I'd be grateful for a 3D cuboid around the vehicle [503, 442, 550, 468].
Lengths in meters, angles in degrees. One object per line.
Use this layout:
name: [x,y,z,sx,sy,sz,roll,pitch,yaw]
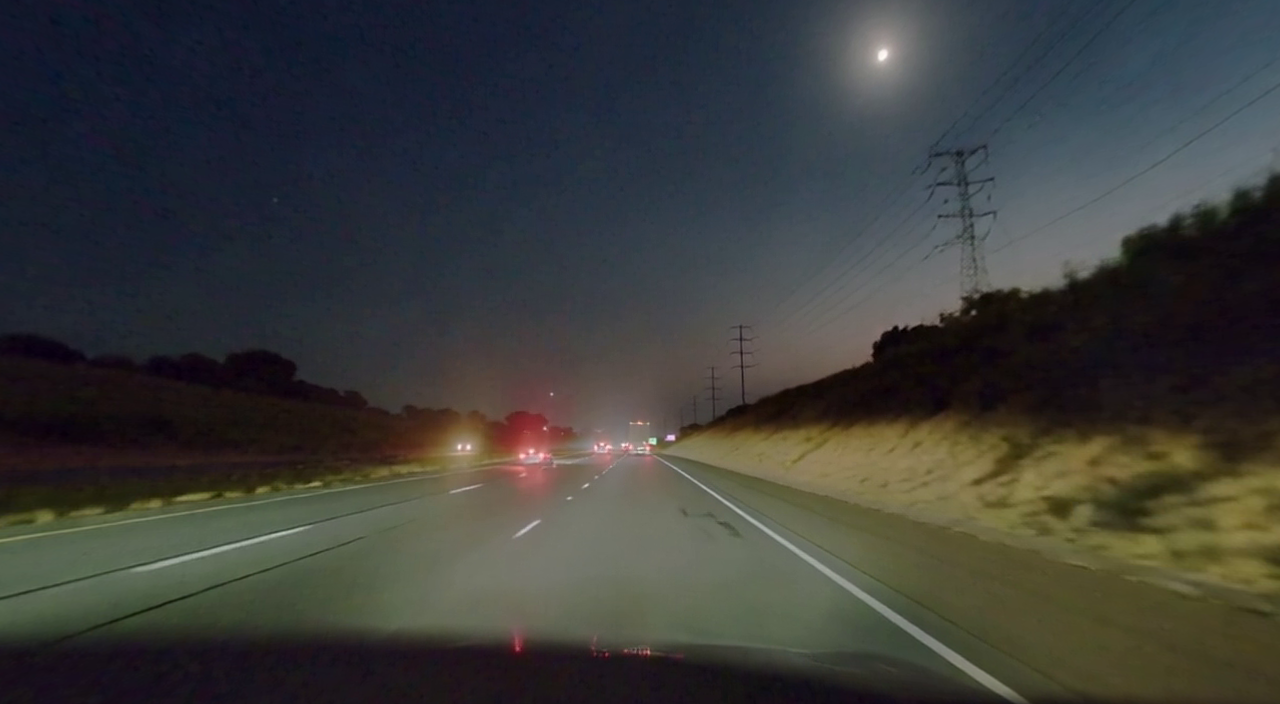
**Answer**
vehicle: [-7.191,6.595,40.403,2.066,1.558,4.607,0,-9,1]
